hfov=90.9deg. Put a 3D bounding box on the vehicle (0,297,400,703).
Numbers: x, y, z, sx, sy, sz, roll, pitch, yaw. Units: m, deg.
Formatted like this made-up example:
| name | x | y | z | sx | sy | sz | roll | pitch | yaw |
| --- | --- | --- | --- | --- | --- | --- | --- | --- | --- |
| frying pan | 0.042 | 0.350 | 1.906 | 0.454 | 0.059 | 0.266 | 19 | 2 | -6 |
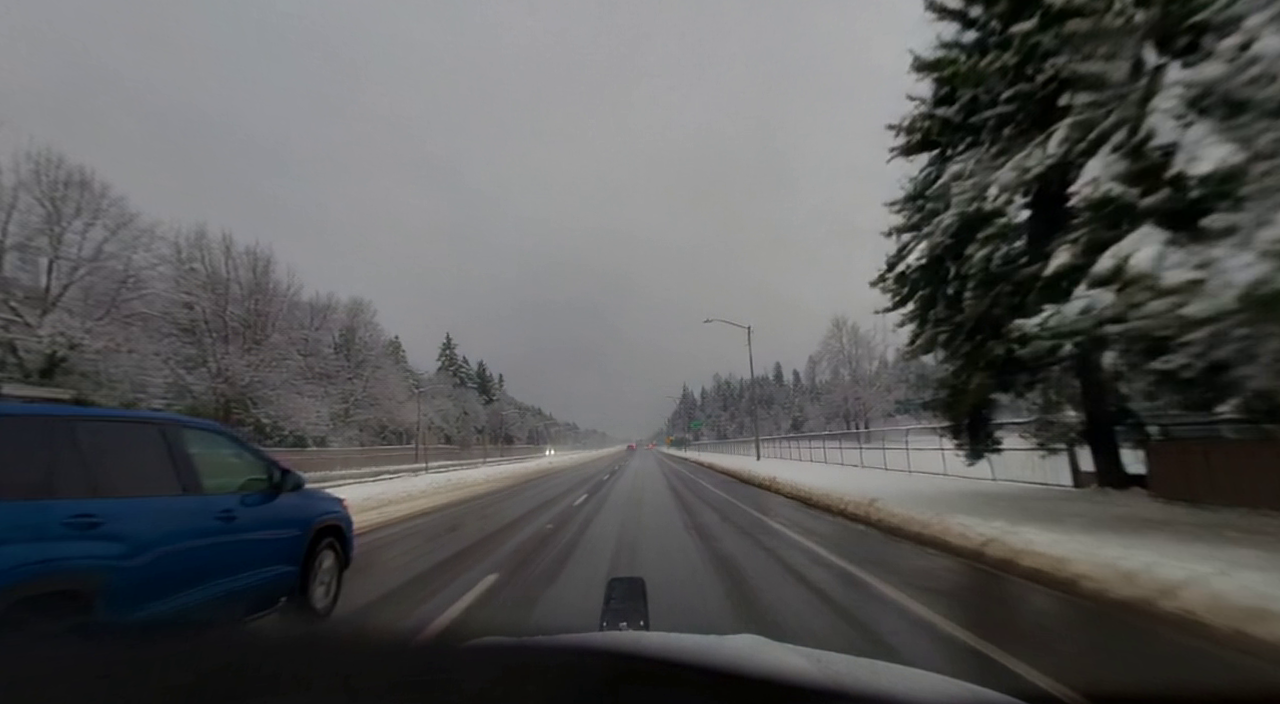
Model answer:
| name | x | y | z | sx | sy | sz | roll | pitch | yaw |
| --- | --- | --- | --- | --- | --- | --- | --- | --- | --- |
| vehicle | -3.239 | 0.907 | 3.179 | 2.160 | 1.855 | 4.695 | 0 | -8 | 0 |
